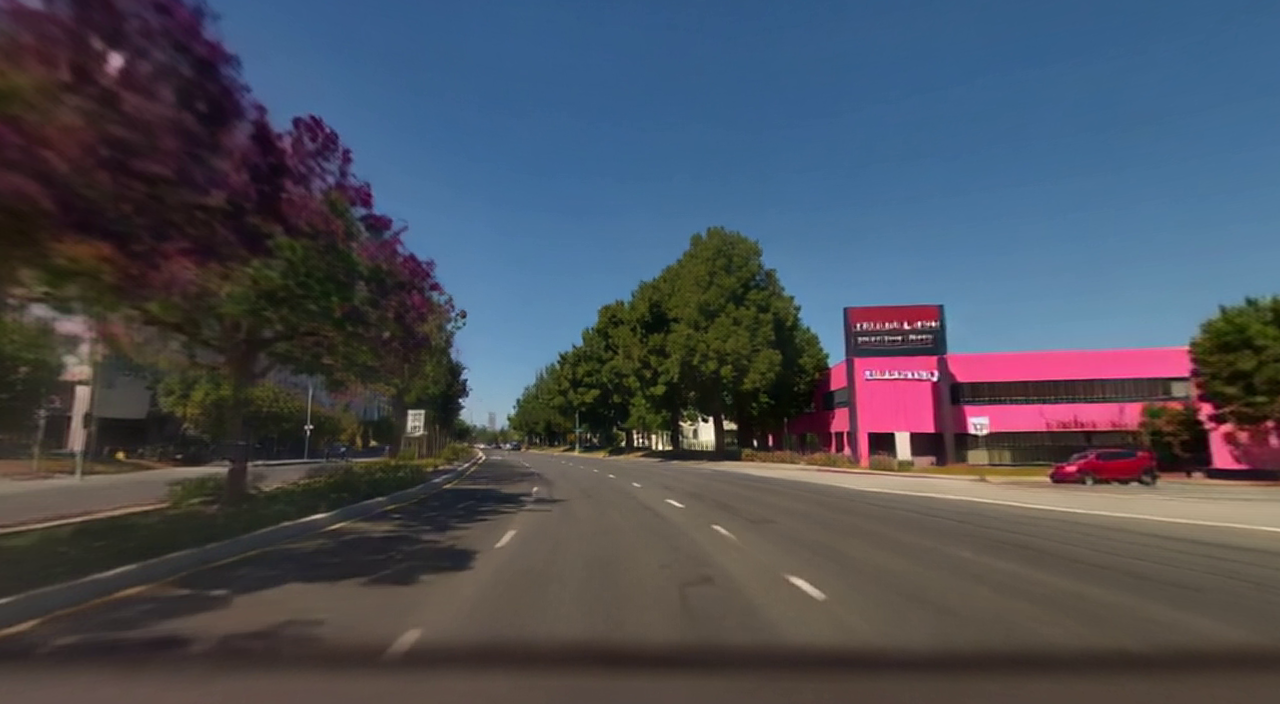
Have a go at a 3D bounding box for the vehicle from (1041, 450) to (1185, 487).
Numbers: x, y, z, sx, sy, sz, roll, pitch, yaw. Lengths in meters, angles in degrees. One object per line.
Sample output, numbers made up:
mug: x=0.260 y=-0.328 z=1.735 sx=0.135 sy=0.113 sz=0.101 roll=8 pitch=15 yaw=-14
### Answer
vehicle: x=22.264 y=5.480 z=29.828 sx=4.946 sy=1.656 sz=2.139 roll=-1 pitch=-8 yaw=4
